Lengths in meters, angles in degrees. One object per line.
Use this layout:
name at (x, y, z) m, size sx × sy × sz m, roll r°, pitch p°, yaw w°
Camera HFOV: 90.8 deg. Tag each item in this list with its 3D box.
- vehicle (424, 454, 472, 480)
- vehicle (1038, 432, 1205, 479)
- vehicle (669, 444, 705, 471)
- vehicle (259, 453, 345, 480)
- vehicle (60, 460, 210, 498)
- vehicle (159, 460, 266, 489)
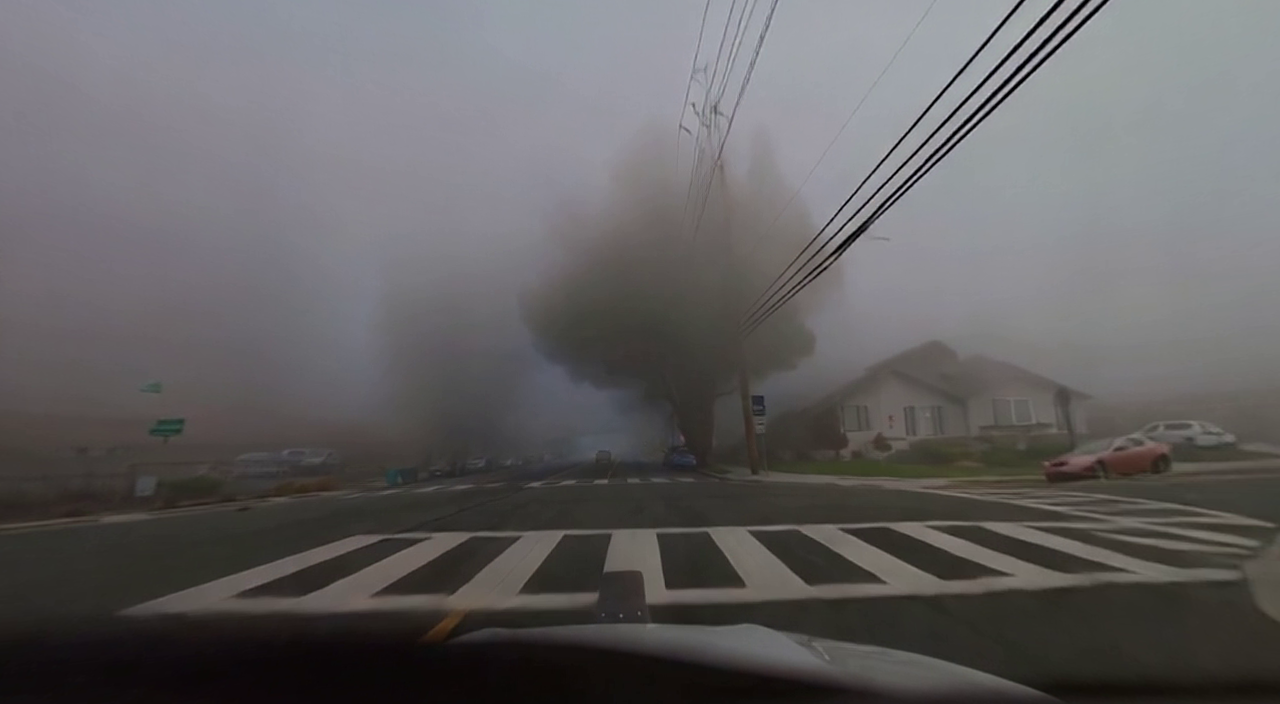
vehicle at (-14.254, 8.534, 47.206) m, size 1.913 × 1.745 × 4.992 m, roll 0°, pitch -9°, yaw 1°
vehicle at (15.979, 3.447, 21.114) m, size 4.001 × 1.484 × 1.961 m, roll 1°, pitch -9°, yaw -4°
vehicle at (3.164, 7.285, 43.651) m, size 2.045 × 1.746 × 4.564 m, roll 0°, pitch -9°, yaw -2°
vehicle at (-22.671, 7.698, 42.465) m, size 4.612 × 1.736 × 1.951 m, roll 0°, pitch -9°, yaw -1°
vehicle at (-21.822, 5.487, 27.458) m, size 4.728 × 1.536 × 2.006 m, roll 0°, pitch -9°, yaw 0°
vehicle at (-22.767, 6.511, 33.764) m, size 4.344 × 1.471 × 1.813 m, roll 0°, pitch -9°, yaw -3°
